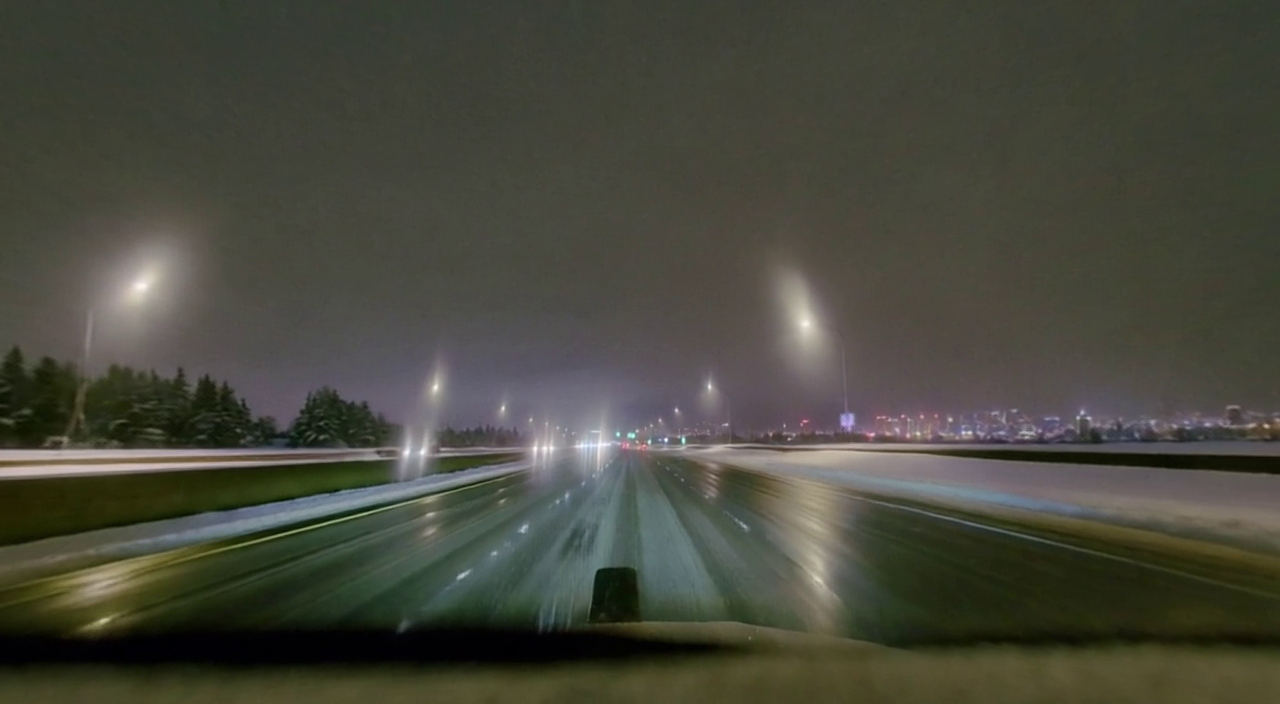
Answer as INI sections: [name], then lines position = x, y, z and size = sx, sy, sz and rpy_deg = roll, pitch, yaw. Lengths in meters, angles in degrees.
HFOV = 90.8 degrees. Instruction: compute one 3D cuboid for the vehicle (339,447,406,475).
[vehicle]
position = -15.541, 6.324, 36.962
size = 1.854, 1.496, 4.707
rpy_deg = 0, -9, 0
